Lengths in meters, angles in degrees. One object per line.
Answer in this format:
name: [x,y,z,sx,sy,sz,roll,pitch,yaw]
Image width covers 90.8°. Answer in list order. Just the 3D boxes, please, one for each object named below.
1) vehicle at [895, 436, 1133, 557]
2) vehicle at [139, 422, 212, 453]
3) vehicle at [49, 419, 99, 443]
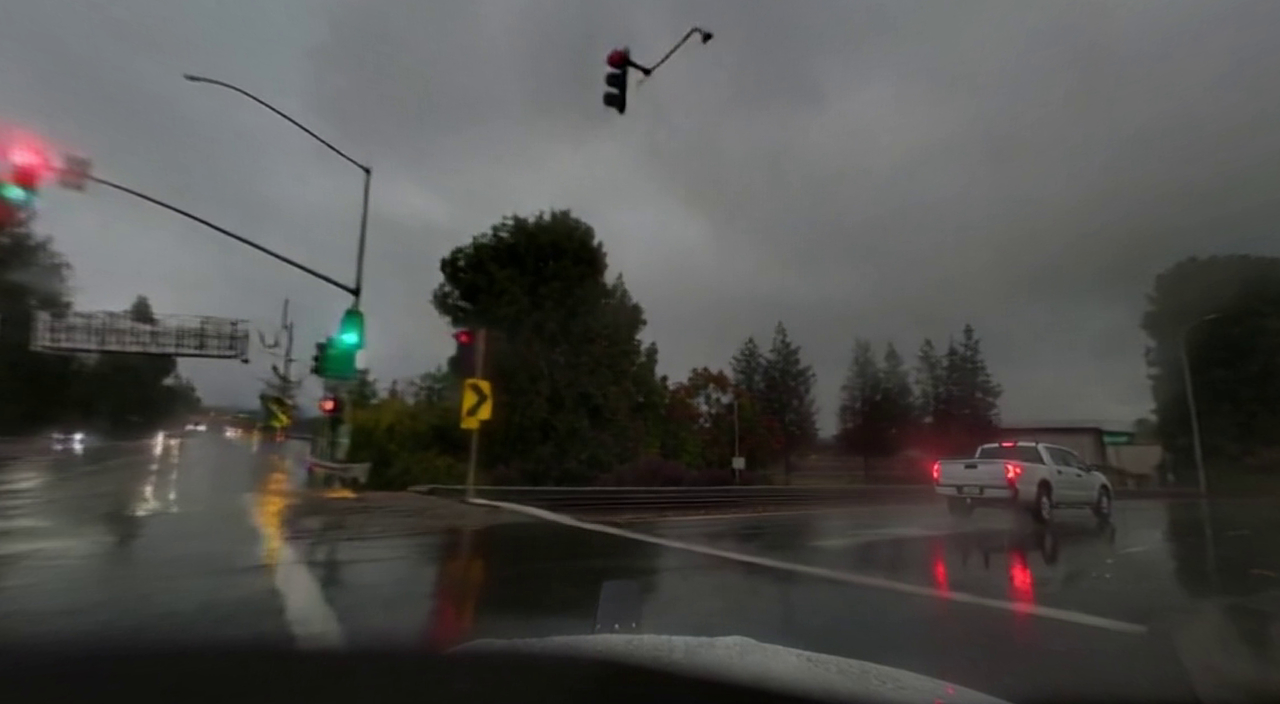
vehicle: [7.745,2.768,12.885,5.251,1.926,2.404,8,-12,-39]
vehicle: [-24.566,4.596,33.610,2.004,1.482,4.799,4,-10,-24]
vehicle: [-44.142,6.216,49.361,1.913,1.675,4.418,5,-11,-29]
